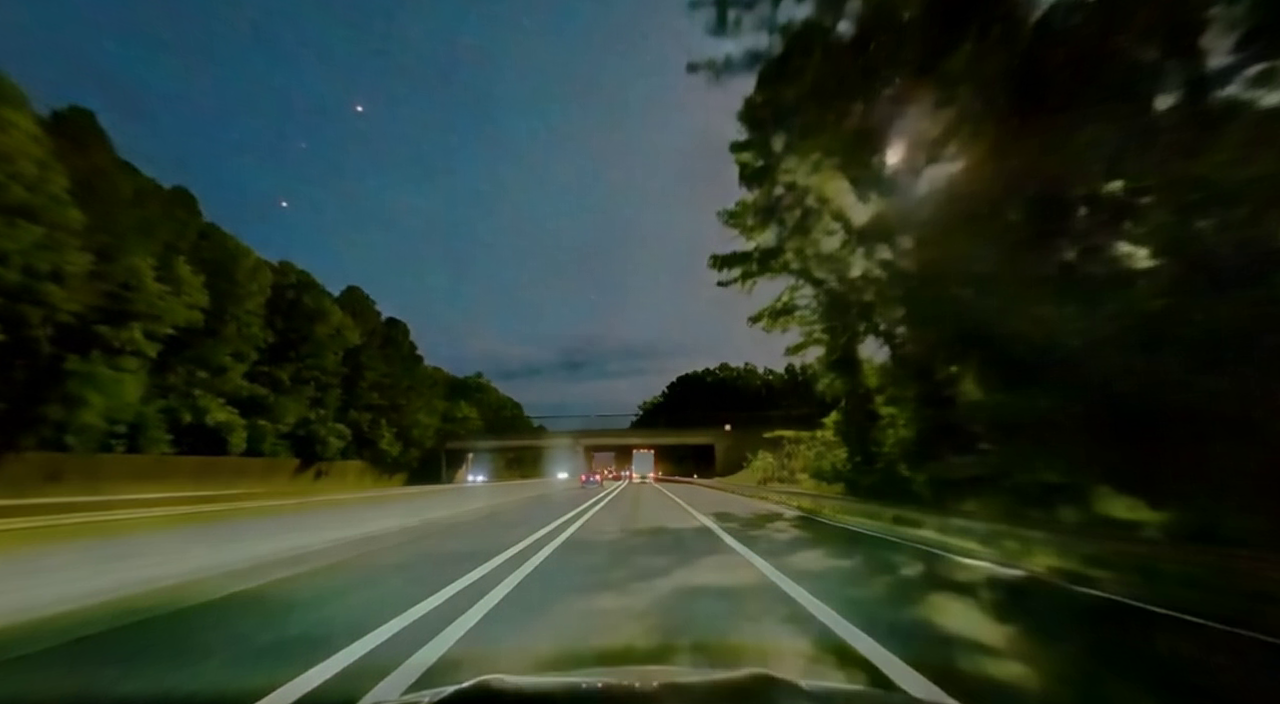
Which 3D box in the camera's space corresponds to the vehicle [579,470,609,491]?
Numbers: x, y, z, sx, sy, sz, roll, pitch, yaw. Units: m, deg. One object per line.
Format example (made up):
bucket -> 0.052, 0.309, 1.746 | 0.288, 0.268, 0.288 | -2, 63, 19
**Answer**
vehicle -> -3.498, 9.816, 48.332 | 1.976, 1.514, 3.917 | 1, -11, 0
